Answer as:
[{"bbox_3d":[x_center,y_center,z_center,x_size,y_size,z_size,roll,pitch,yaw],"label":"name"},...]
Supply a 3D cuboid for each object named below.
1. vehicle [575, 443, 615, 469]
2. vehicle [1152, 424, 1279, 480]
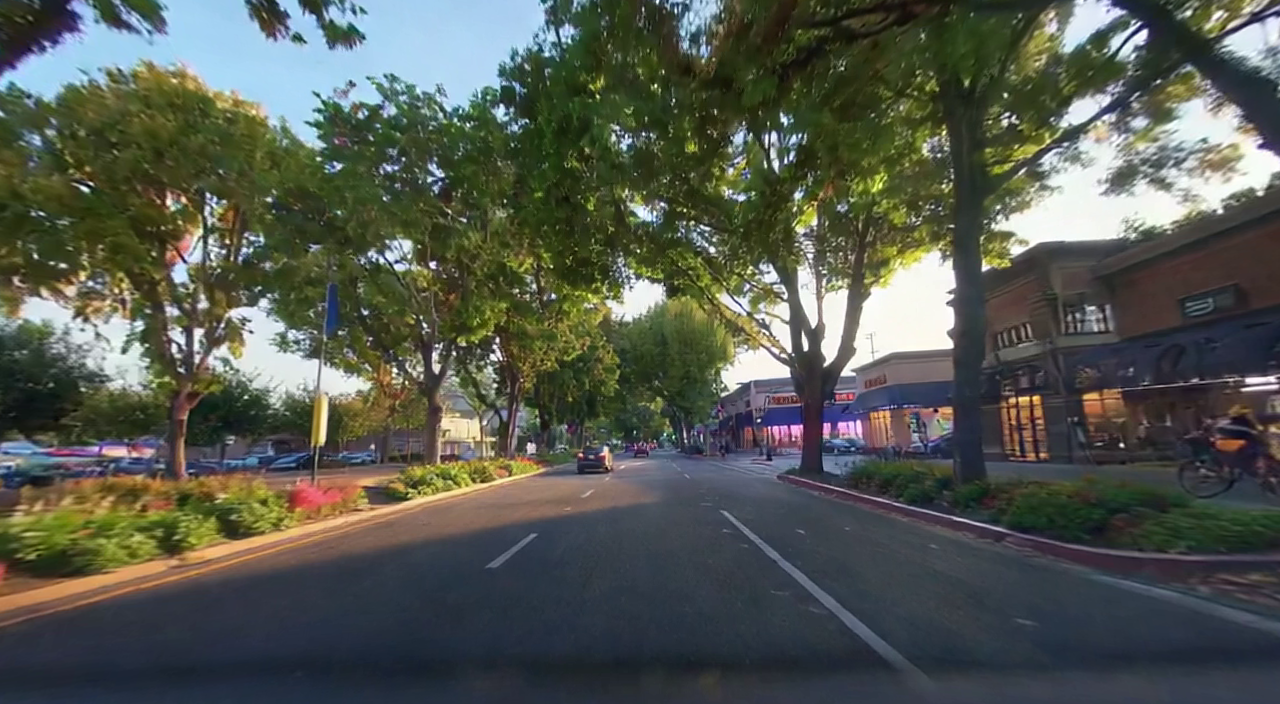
[{"bbox_3d":[-2.700,6.422,39.118,2.082,1.460,4.442,0,-8,1],"label":"vehicle"},{"bbox_3d":[17.311,2.770,17.583,4.271,1.436,2.001,0,-8,0],"label":"vehicle"}]
